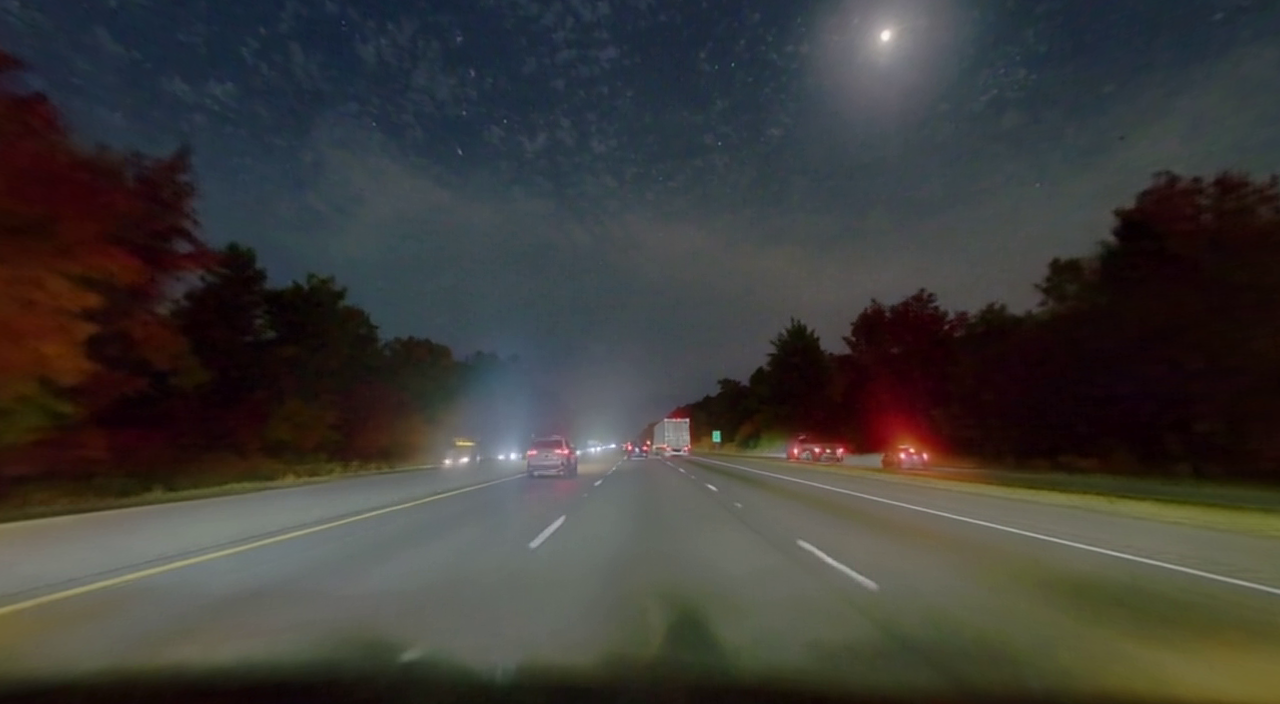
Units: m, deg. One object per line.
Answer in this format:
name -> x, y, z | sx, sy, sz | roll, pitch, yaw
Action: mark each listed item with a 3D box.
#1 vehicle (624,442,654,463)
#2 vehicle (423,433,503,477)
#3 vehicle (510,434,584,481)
vehicle -> -0.055, 7.597, 47.551 | 2.152, 1.484, 4.211 | 0, -8, 0
vehicle -> -6.874, 4.024, 24.862 | 1.845, 1.577, 3.968 | -1, -8, 2
vehicle -> -3.521, 4.088, 24.727 | 2.077, 1.669, 4.739 | 0, -8, 1
